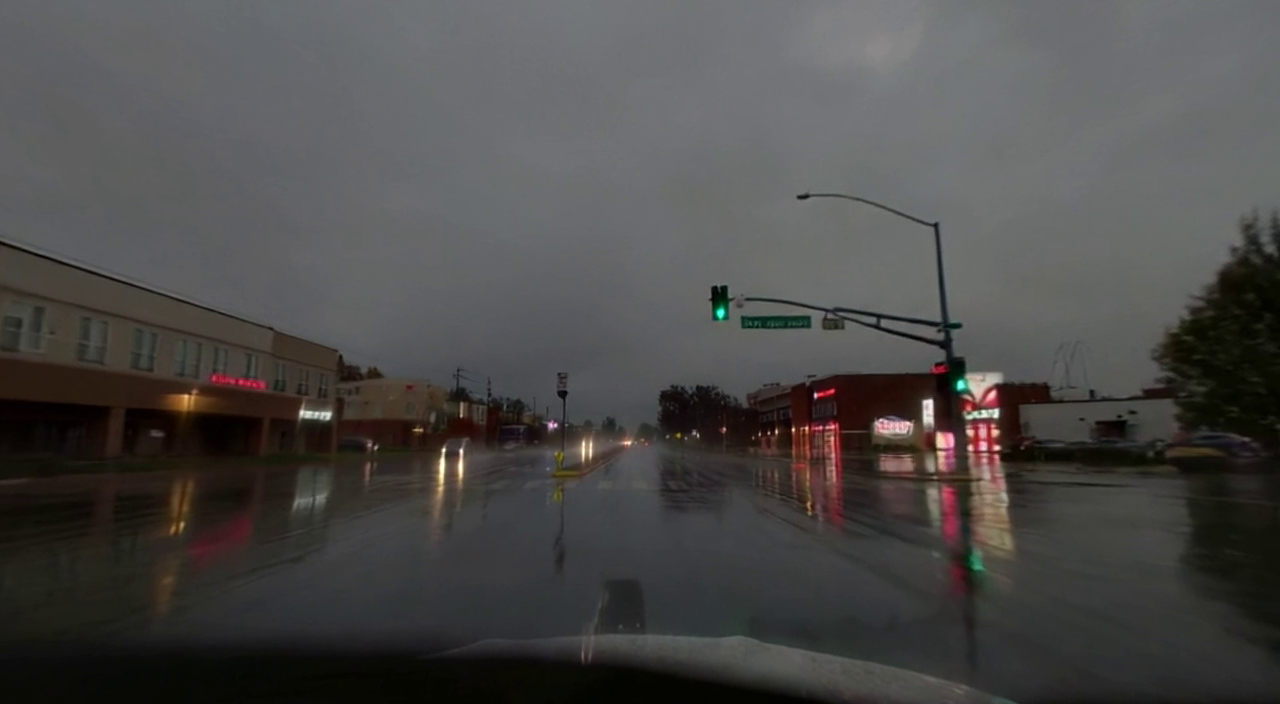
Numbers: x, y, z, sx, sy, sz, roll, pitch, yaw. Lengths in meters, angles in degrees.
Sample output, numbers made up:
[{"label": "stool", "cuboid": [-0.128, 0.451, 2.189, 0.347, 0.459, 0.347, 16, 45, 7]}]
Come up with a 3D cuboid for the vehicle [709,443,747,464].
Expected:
[{"label": "vehicle", "cuboid": [6.154, 7.162, 44.685, 1.916, 1.437, 4.327, 1, -9, -3]}]
